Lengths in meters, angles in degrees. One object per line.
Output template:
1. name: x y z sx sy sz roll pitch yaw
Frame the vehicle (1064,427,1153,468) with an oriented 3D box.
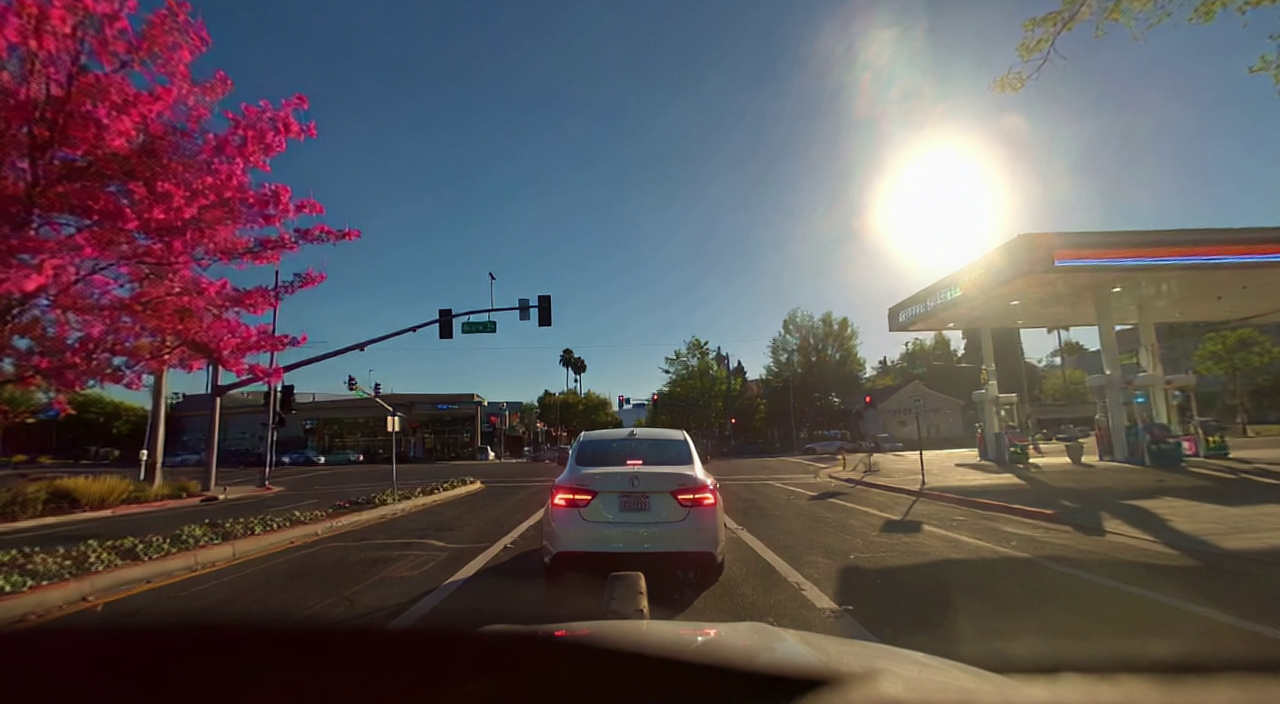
1. vehicle: 18.559 3.762 24.904 4.091 1.495 2.053 8 -12 -44

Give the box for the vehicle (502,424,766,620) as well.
1. vehicle: -0.047 1.600 6.908 2.010 1.482 4.057 0 -8 0

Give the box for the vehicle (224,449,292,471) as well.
1. vehicle: -28.484 8.030 47.031 3.975 1.563 1.755 -1 -8 5
